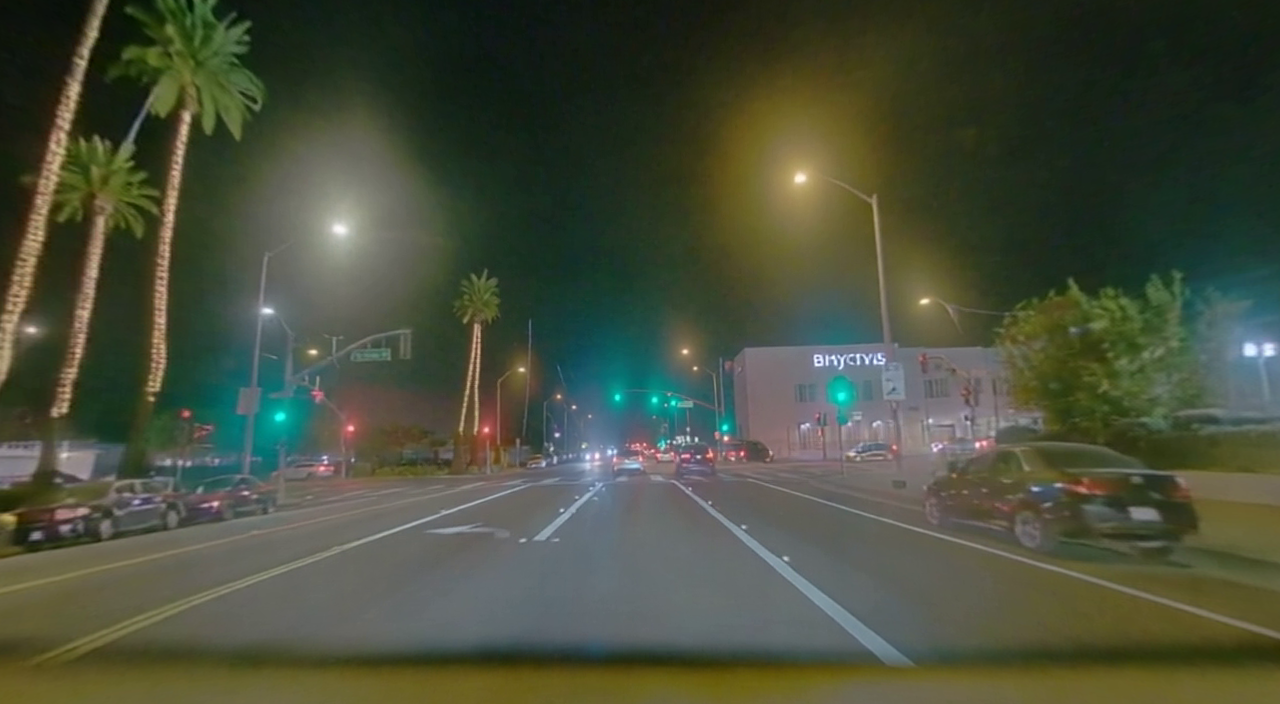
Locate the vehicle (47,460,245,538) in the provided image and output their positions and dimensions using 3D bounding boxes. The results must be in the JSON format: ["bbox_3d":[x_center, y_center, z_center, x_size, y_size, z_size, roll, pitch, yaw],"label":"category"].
[{"bbox_3d":[-12.744,3.826,16.735,1.949,1.682,4.094,-3,-12,-1],"label":"vehicle"}]

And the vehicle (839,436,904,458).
[{"bbox_3d":[18.097,7.433,49.443,4.277,1.665,2.006,0,-9,-1],"label":"vehicle"}]

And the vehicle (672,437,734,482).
[{"bbox_3d":[2.529,4.467,26.470,2.003,1.702,4.288,0,-9,-2],"label":"vehicle"}]

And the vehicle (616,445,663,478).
[{"bbox_3d":[-0.050,5.194,30.191,2.088,1.452,3.993,0,-8,-1],"label":"vehicle"}]

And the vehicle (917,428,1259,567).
[{"bbox_3d":[6.346,2.071,9.788,2.157,1.640,4.228,0,-9,0],"label":"vehicle"}]
